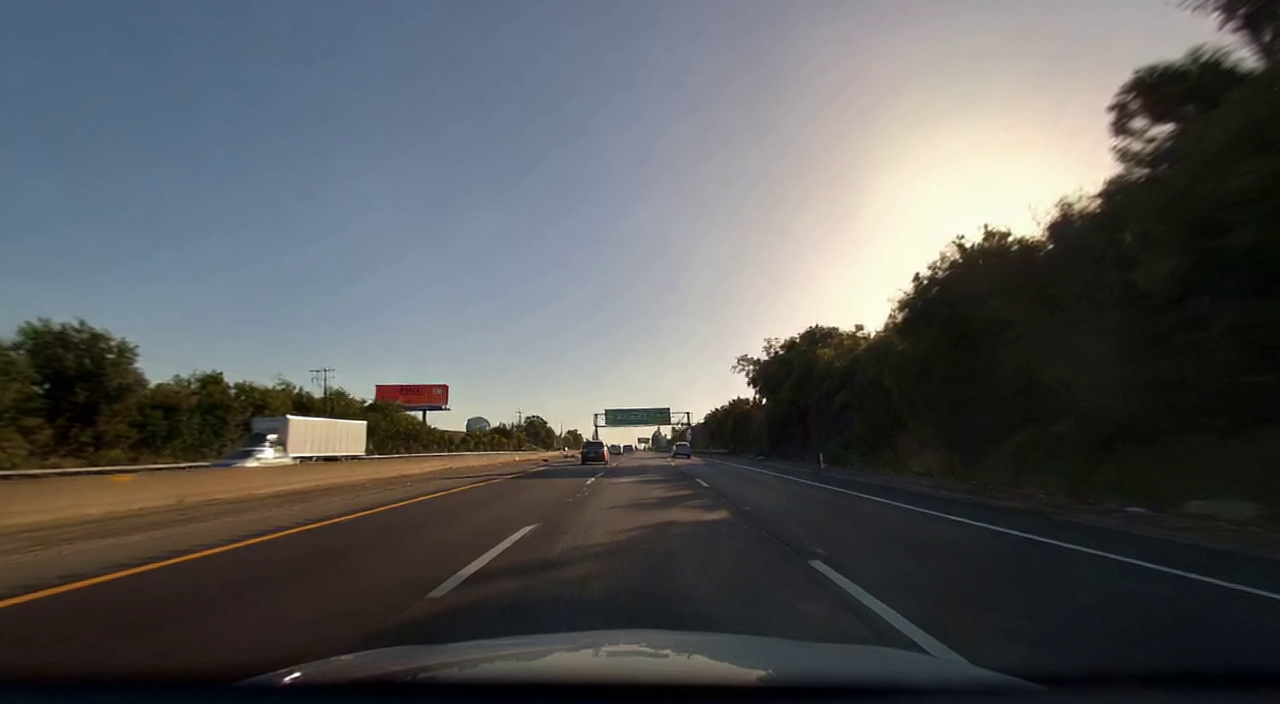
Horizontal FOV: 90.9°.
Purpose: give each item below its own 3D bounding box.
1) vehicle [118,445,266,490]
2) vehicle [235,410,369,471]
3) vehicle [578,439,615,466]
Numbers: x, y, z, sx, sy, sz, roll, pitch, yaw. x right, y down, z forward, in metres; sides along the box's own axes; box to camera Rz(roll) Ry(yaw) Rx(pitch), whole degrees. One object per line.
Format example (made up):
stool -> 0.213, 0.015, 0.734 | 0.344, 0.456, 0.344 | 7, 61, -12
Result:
vehicle -> -16.275, 4.180, 23.285 | 2.051, 1.469, 4.569 | 0, -8, 0
vehicle -> -24.363, 6.567, 46.623 | 3.300, 3.947, 11.672 | 0, -8, 0
vehicle -> -2.976, 7.002, 44.077 | 2.319, 1.738, 4.355 | 0, -8, 0
